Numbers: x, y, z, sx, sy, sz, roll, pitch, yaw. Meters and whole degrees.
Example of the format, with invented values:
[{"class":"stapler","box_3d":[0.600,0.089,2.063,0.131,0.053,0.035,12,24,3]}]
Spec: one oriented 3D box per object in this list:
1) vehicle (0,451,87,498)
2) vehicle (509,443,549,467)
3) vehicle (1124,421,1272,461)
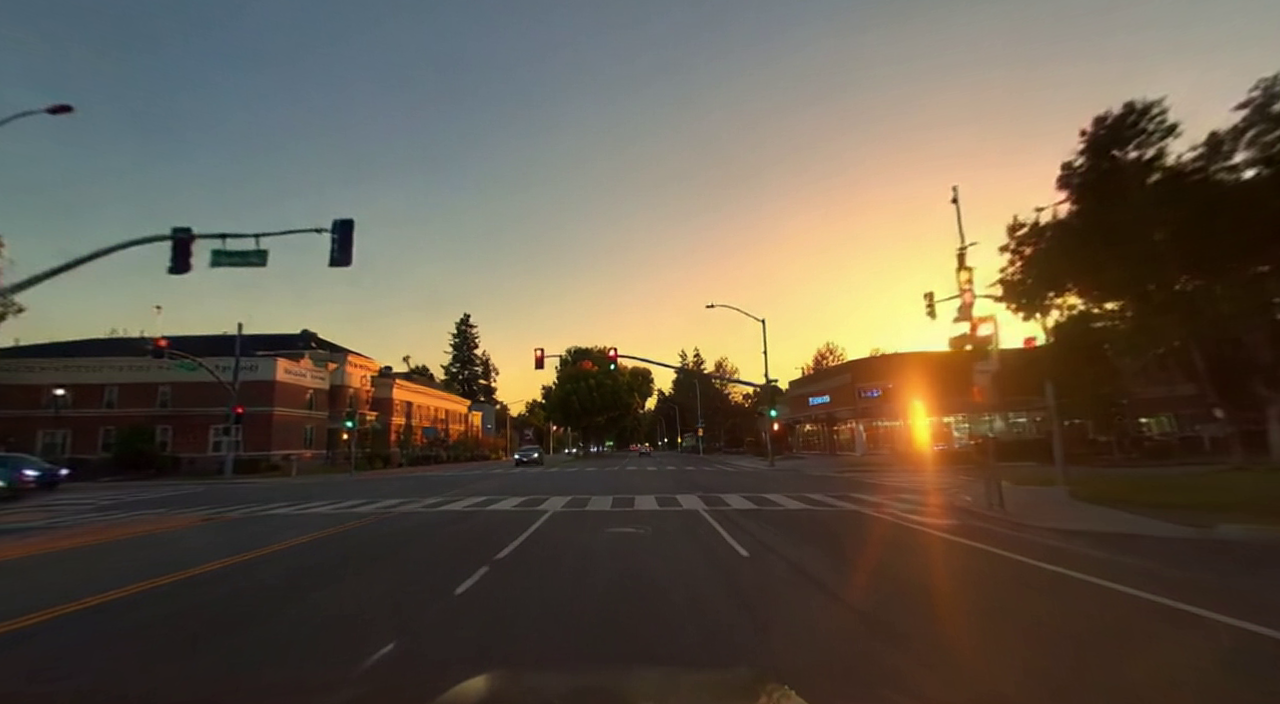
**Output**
[{"class":"vehicle","box_3d":[-25.226,4.820,24.948,4.727,1.719,2.095,0,-8,1]},{"class":"vehicle","box_3d":[-7.659,7.169,43.893,2.011,1.490,4.472,-3,-10,-1]},{"class":"vehicle","box_3d":[26.496,4.242,30.158,4.797,1.792,2.345,0,-8,-1]}]
